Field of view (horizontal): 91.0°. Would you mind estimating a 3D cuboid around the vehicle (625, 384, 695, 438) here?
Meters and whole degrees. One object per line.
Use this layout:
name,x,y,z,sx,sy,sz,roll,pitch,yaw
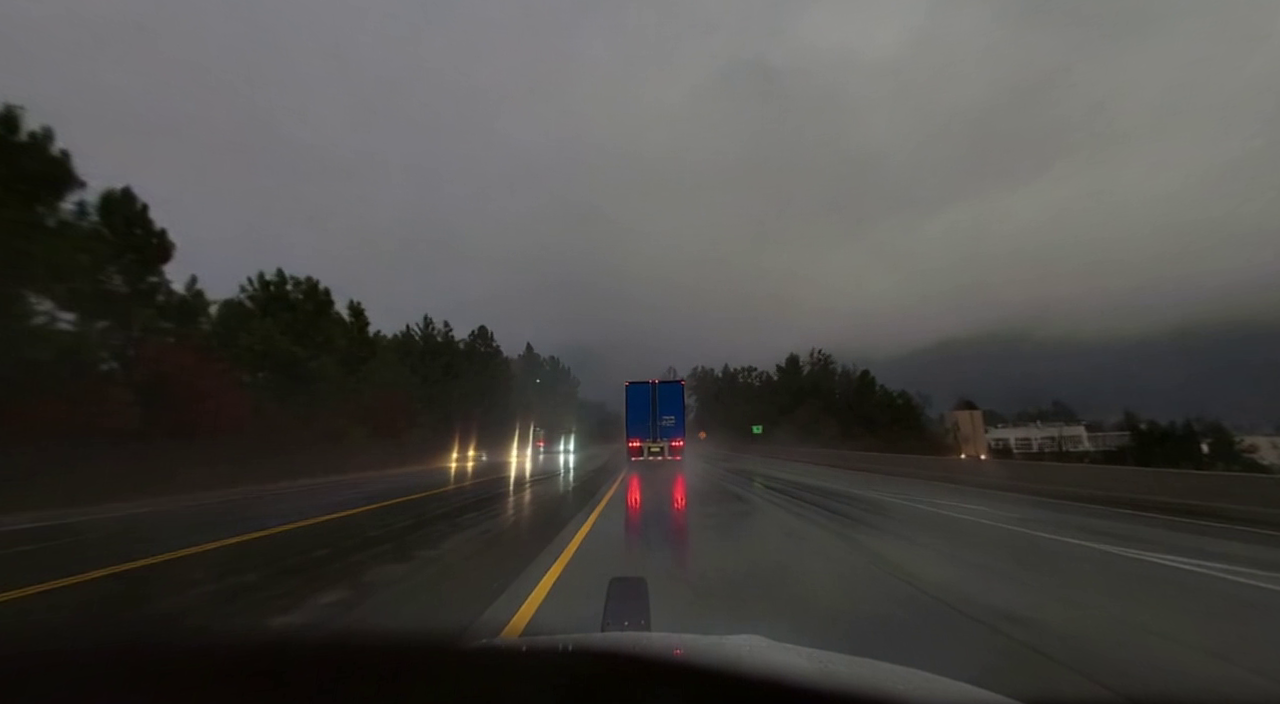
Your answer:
vehicle,0.660,2.459,25.244,2.509,1.890,4.732,0,-8,-2
